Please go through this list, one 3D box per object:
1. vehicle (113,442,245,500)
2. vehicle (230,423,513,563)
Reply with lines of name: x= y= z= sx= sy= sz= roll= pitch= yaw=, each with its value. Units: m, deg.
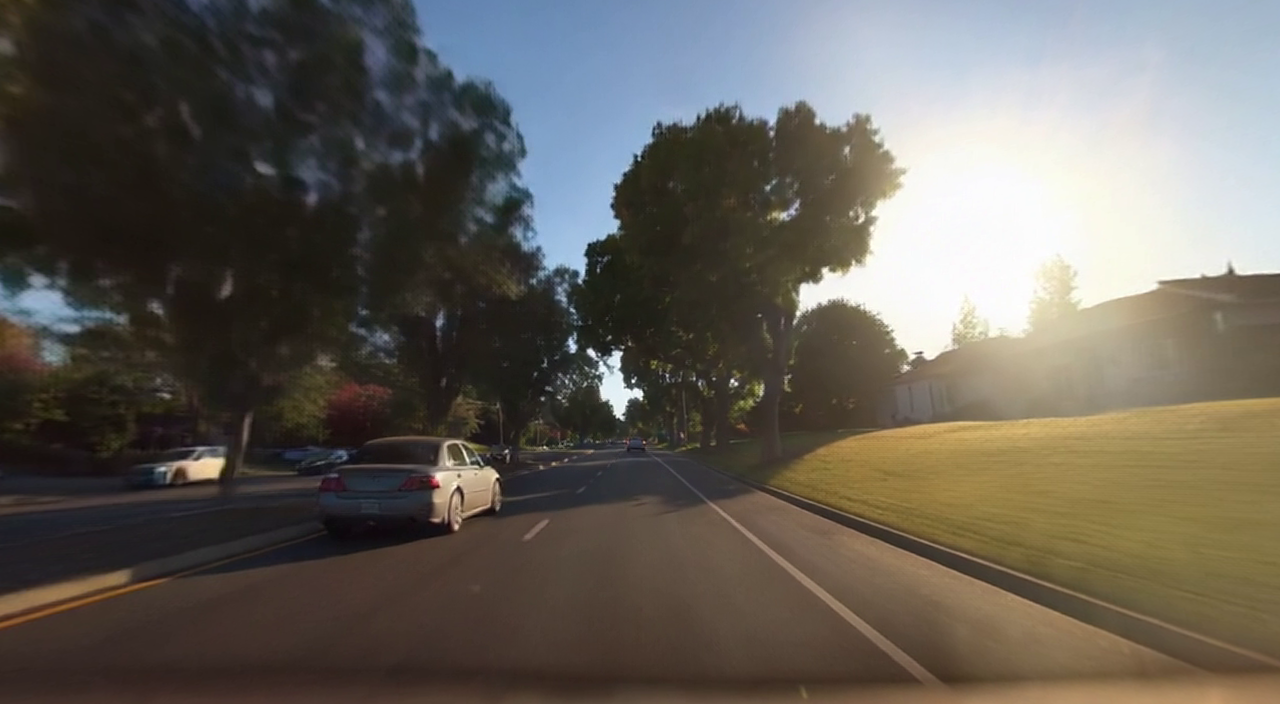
vehicle: x=-17.660 y=4.509 z=24.505 sx=1.996 sy=1.675 sz=4.437 roll=-4 pitch=-6 yaw=-3
vehicle: x=-3.387 y=1.878 z=9.286 sx=2.020 sy=1.478 sz=4.890 roll=0 pitch=-8 yaw=0
